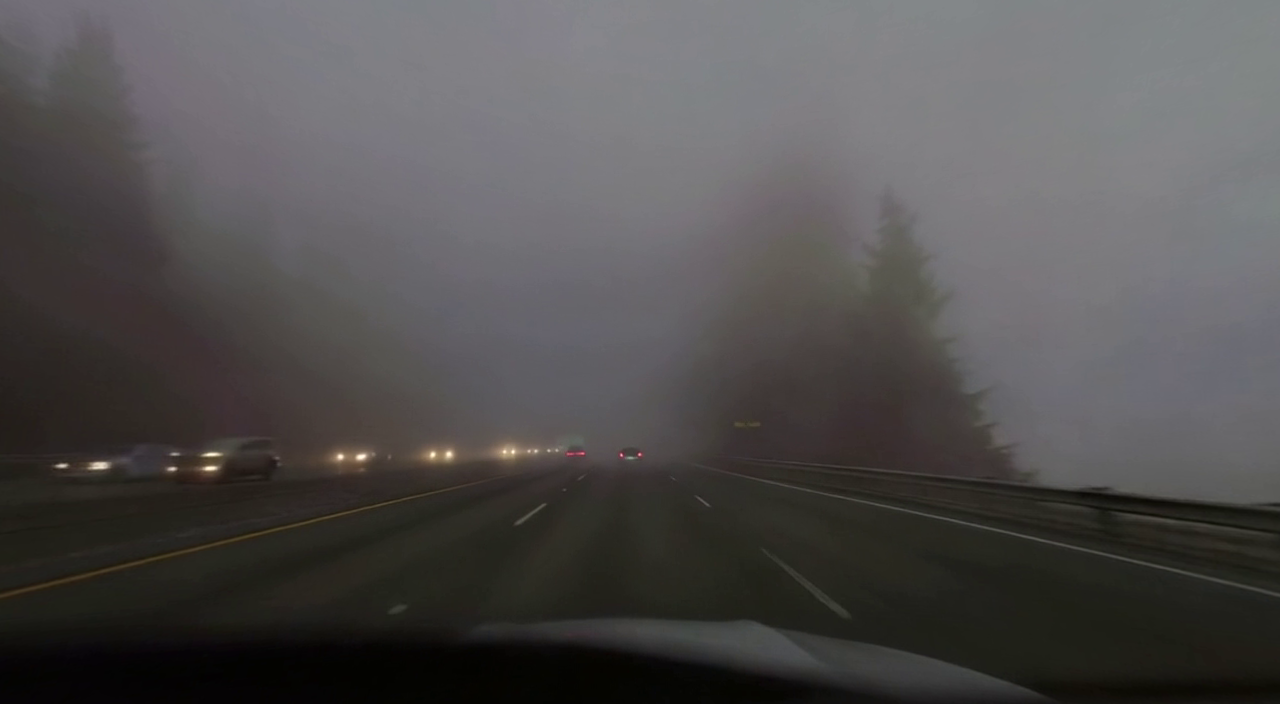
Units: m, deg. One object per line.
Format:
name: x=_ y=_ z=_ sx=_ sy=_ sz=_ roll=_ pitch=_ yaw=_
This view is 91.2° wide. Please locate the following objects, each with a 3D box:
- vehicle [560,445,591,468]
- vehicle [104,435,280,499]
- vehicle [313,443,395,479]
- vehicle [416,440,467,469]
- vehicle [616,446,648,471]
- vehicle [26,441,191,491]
vehicle: x=-5.004 y=8.155 z=48.908 sx=2.098 sy=1.692 sz=4.038 roll=0 pitch=-9 yaw=-2
vehicle: x=-12.230 y=3.150 z=17.505 sx=1.867 sy=1.566 sz=4.012 roll=0 pitch=-9 yaw=1
vehicle: x=-13.014 y=4.977 z=28.822 sx=1.892 sy=1.515 sz=4.045 roll=0 pitch=-9 yaw=-1
vehicle: x=-13.801 y=7.147 z=43.822 sx=2.025 sy=1.825 sz=4.804 roll=0 pitch=-9 yaw=-1
vehicle: x=-0.584 y=7.156 z=42.220 sx=2.084 sy=1.582 sz=3.882 roll=0 pitch=-9 yaw=-2
vehicle: x=-17.976 y=3.863 z=21.557 sx=1.822 sy=1.497 sz=4.474 roll=0 pitch=-9 yaw=-2
